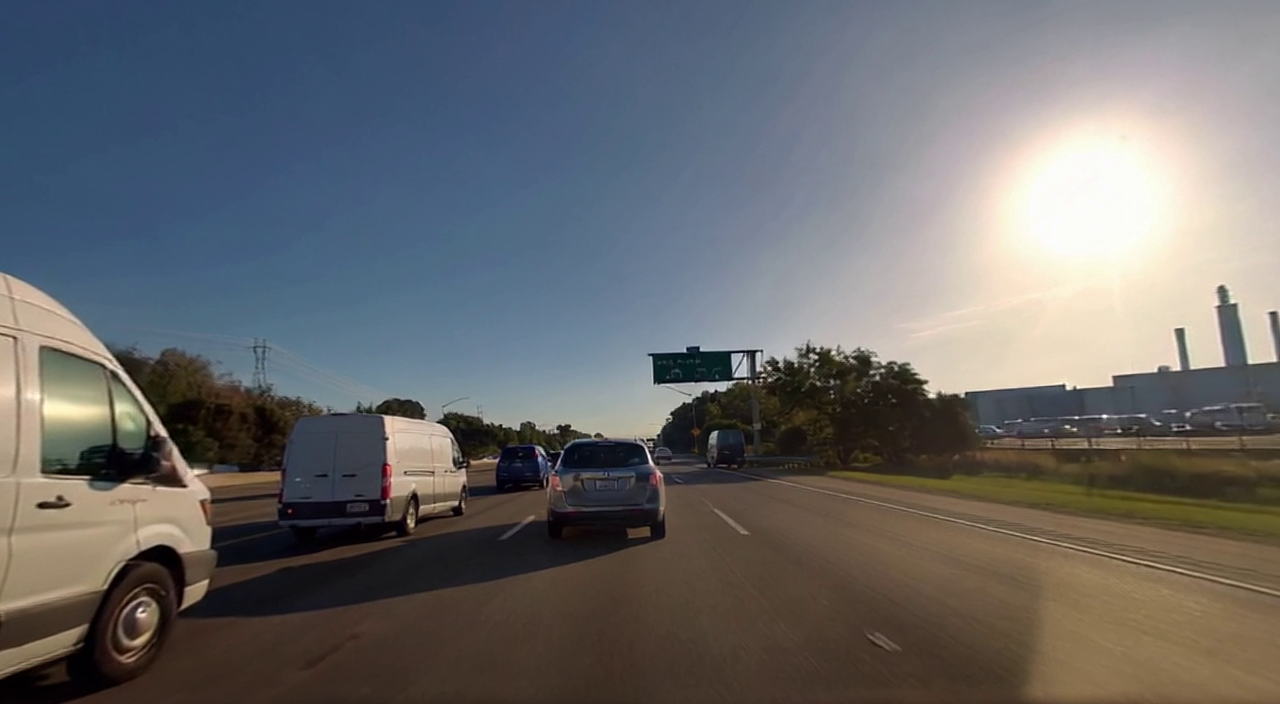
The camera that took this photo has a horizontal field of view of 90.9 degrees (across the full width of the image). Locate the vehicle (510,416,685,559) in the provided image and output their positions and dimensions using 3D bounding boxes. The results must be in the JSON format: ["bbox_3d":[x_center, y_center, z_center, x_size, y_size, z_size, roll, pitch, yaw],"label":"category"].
[{"bbox_3d":[-0.493,1.926,9.510,2.093,1.695,3.782,0,-9,1],"label":"vehicle"}]

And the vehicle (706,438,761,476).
[{"bbox_3d":[4.493,5.147,30.998,2.003,1.754,4.134,0,-9,-1],"label":"vehicle"}]

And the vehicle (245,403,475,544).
[{"bbox_3d":[-4.604,2.086,11.329,2.043,1.987,4.486,0,-9,0],"label":"vehicle"}]

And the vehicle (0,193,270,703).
[{"bbox_3d":[-4.444,0.316,2.014,2.248,2.626,6.837,0,-9,1],"label":"vehicle"}]
